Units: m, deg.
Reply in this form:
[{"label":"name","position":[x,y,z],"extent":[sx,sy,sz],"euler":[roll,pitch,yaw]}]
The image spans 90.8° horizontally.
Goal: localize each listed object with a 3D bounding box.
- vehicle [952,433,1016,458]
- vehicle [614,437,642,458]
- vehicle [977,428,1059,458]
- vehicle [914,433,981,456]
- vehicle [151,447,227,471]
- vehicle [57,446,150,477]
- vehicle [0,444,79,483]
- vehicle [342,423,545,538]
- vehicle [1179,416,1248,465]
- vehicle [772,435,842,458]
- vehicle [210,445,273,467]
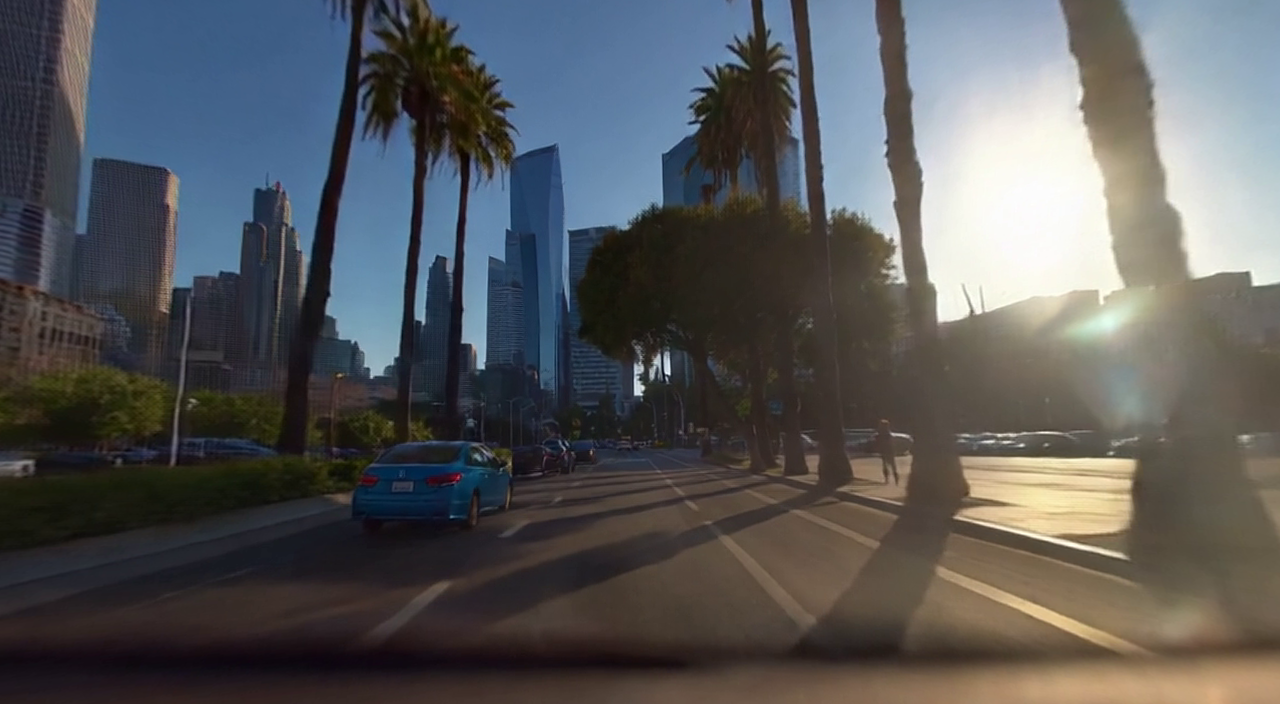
[{"label":"vehicle","position":[22.667,6.177,41.795],"extent":[1.938,1.522,4.121],"euler":[0,-8,2]},{"label":"vehicle","position":[-0.902,7.131,47.198],"extent":[2.004,1.465,3.713],"euler":[0,-8,0]},{"label":"vehicle","position":[24.967,6.068,42.043],"extent":[2.147,1.886,5.603],"euler":[0,-8,2]},{"label":"vehicle","position":[20.292,6.145,41.917],"extent":[1.976,1.431,4.774],"euler":[-1,-8,-1]},{"label":"vehicle","position":[-31.005,7.370,43.667],"extent":[1.859,1.524,4.812],"euler":[0,-8,-2]},{"label":"vehicle","position":[-31.117,6.336,36.831],"extent":[1.835,1.664,3.972],"euler":[-2,-9,2]},{"label":"vehicle","position":[-30.792,5.415,30.895],"extent":[1.947,1.763,5.176],"euler":[0,-8,-1]},{"label":"vehicle","position":[-3.009,2.081,10.833],"extent":[2.071,1.544,4.383],"euler":[0,-8,0]},{"label":"vehicle","position":[24.346,3.770,26.943],"extent":[1.679,1.923,3.703],"euler":[-6,-10,36]},{"label":"vehicle","position":[12.717,7.239,48.368],"extent":[4.749,1.522,1.905],"euler":[-1,-9,-3]},{"label":"vehicle","position":[-31.178,8.136,49.593],"extent":[1.888,1.625,4.699],"euler":[0,-8,0]}]
